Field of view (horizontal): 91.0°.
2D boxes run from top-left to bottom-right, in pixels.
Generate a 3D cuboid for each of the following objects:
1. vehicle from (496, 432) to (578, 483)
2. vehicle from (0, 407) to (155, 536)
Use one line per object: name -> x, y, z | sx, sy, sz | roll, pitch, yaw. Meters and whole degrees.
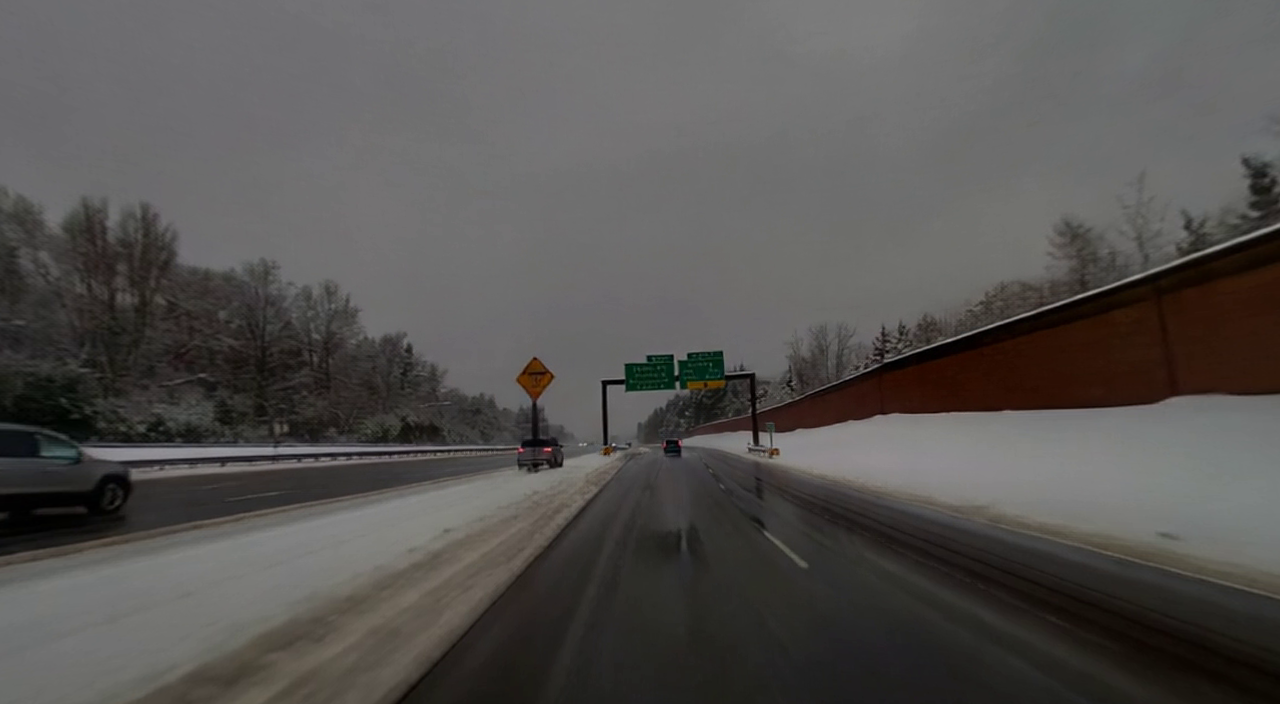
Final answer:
vehicle -> -3.671, 3.884, 23.453 | 2.151, 1.707, 4.759 | 0, -9, 1
vehicle -> -9.146, 1.539, 8.108 | 2.025, 1.618, 4.683 | 0, -9, 0
